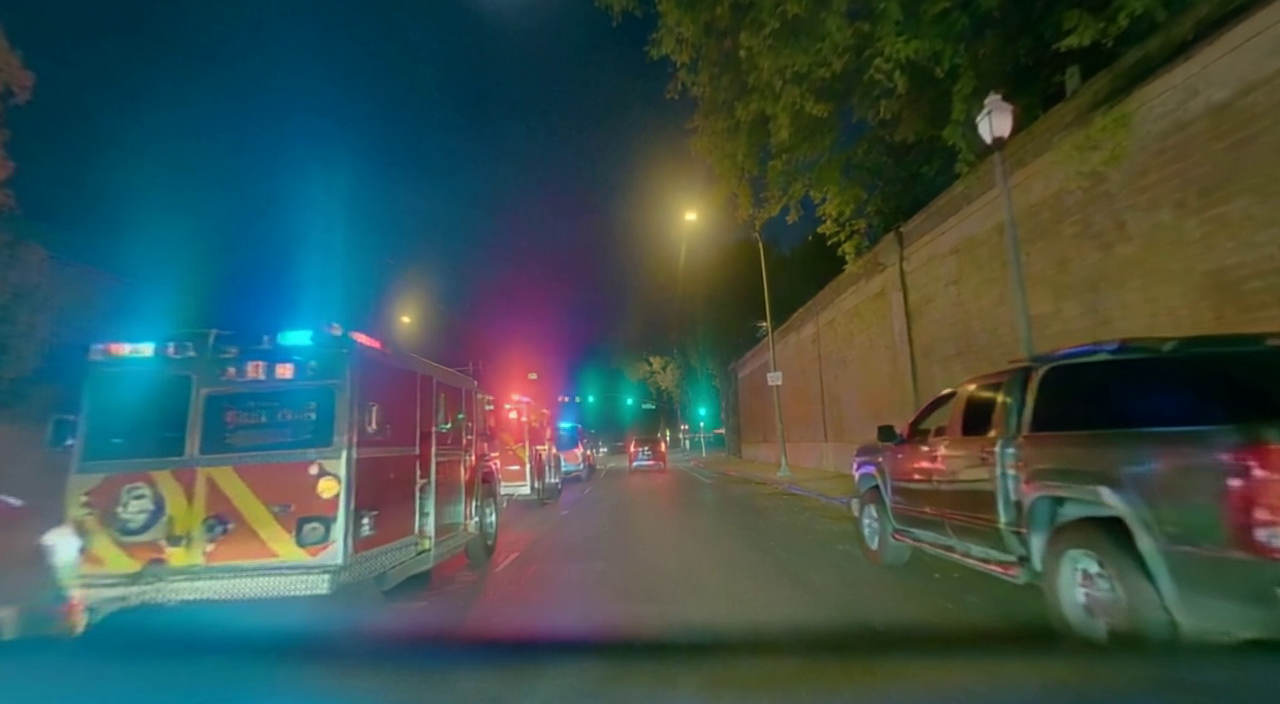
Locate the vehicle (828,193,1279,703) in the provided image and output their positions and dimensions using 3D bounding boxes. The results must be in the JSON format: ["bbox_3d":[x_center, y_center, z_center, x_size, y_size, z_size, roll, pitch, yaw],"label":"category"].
[{"bbox_3d":[4.073,0.887,5.185,3.411,2.429,5.271,0,-8,0],"label":"vehicle"}]

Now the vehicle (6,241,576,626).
[{"bbox_3d":[-3.239,1.281,9.837,3.644,3.138,9.346,0,-8,-1],"label":"vehicle"}]

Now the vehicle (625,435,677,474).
[{"bbox_3d":[0.456,5.213,32.335,2.332,1.831,4.930,0,-8,-2],"label":"vehicle"}]
